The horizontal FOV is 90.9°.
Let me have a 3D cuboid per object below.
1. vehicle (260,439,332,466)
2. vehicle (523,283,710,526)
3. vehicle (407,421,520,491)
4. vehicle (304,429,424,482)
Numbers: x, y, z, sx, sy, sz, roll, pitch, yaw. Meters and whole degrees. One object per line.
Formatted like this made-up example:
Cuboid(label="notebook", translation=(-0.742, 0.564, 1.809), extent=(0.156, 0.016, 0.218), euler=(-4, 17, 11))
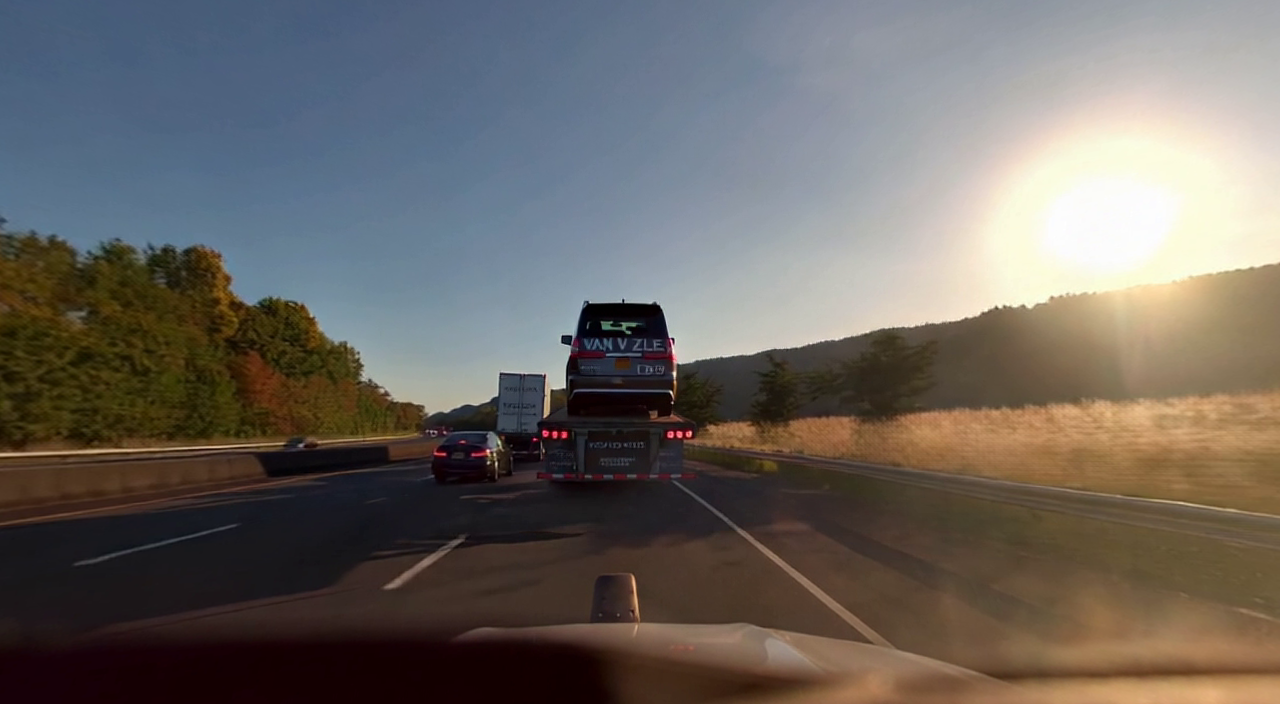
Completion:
Cuboid(label="vehicle", translation=(-20.766, 6.071, 38.257), extent=(1.860, 1.465, 4.608), euler=(0, -7, -1))
Cuboid(label="vehicle", translation=(-0.453, 1.339, 14.001), extent=(2.738, 3.628, 9.223), euler=(0, -7, -1))
Cuboid(label="vehicle", translation=(-4.697, 2.799, 17.467), extent=(1.914, 1.675, 4.331), euler=(0, -7, 0))
Cuboid(label="vehicle", translation=(-8.931, 3.361, 20.938), extent=(1.897, 1.524, 4.790), euler=(0, -7, -1))
